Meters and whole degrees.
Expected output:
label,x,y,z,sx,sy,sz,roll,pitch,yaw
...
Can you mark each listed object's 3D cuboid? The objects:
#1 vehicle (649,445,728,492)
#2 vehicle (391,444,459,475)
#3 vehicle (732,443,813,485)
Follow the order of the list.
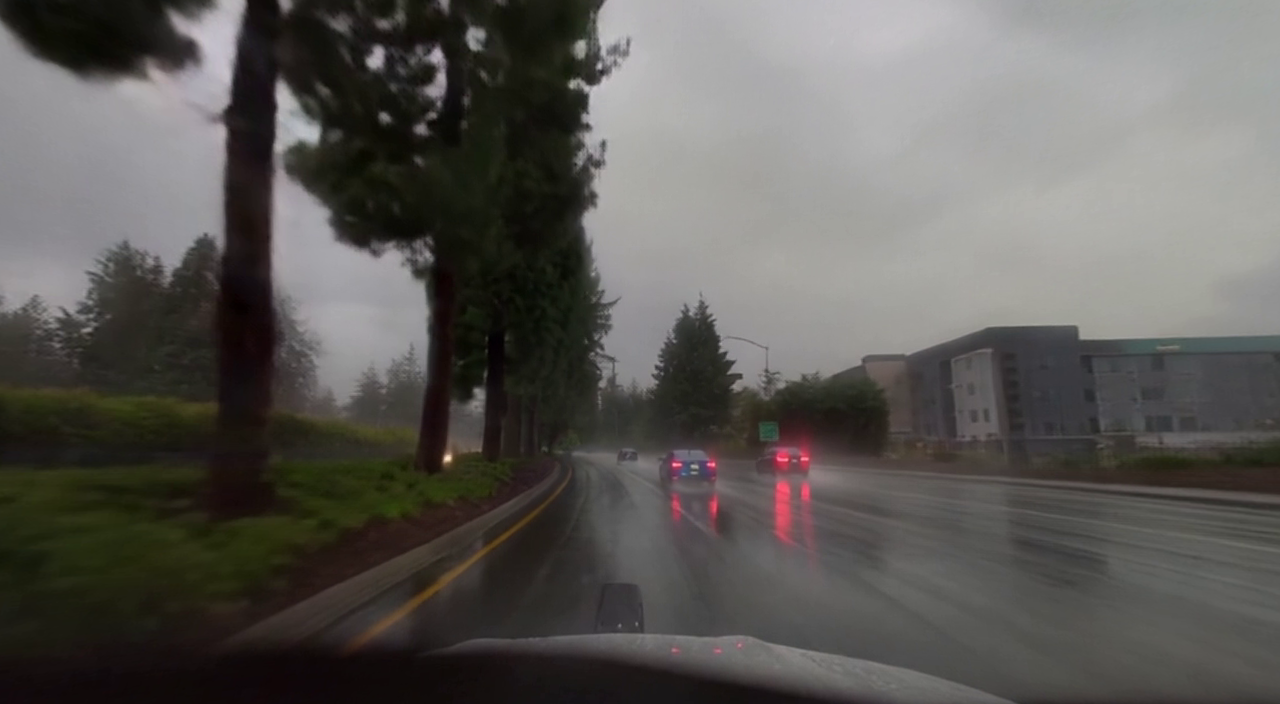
label,x,y,z,sx,sy,sz,roll,pitch,yaw
vehicle,1.583,3.988,21.983,2.077,1.464,4.134,1,-9,-5
vehicle,-11.041,5.544,32.754,2.149,1.477,4.783,1,-9,-4
vehicle,5.089,4.359,24.786,1.901,1.474,4.363,1,-9,-5
